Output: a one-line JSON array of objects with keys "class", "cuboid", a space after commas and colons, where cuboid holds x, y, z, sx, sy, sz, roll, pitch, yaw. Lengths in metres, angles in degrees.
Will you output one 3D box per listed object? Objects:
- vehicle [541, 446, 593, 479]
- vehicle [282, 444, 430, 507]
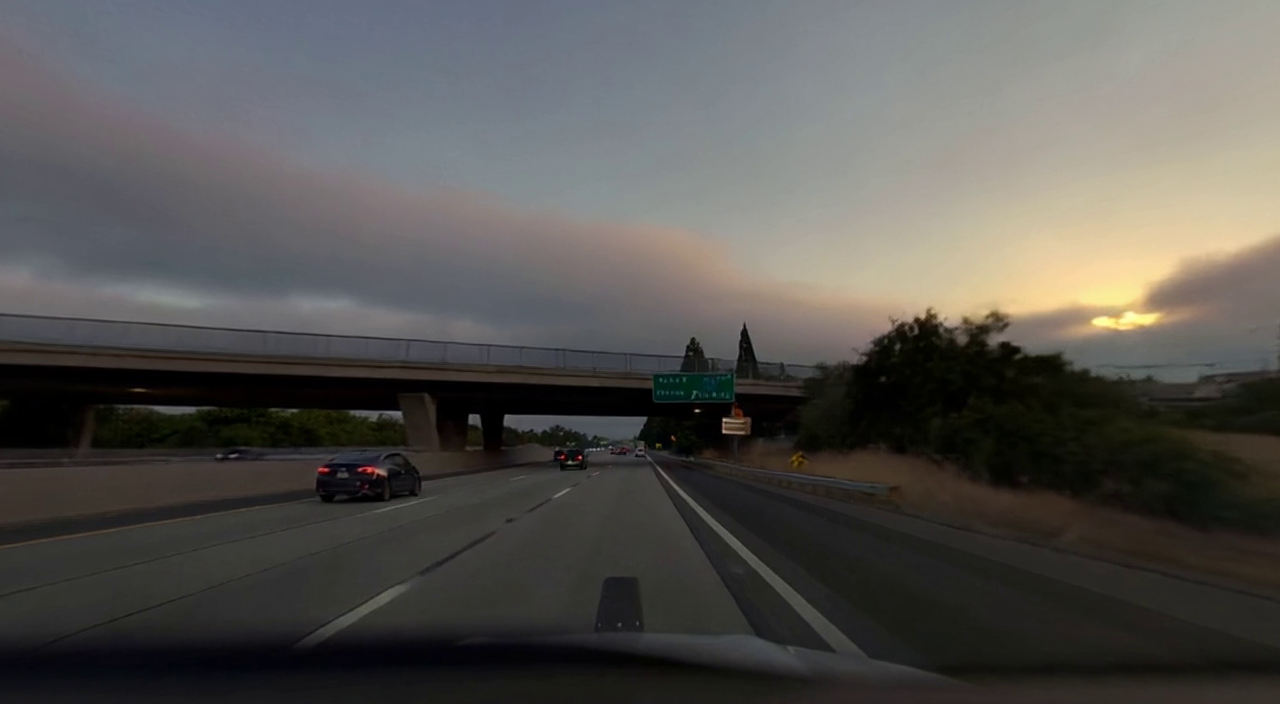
[{"class": "vehicle", "cuboid": [-3.801, 5.856, 33.639, 2.102, 1.571, 4.666, 0, -9, 1]}, {"class": "vehicle", "cuboid": [-7.746, 3.393, 17.805, 2.002, 1.507, 4.631, 0, -9, 0]}]
